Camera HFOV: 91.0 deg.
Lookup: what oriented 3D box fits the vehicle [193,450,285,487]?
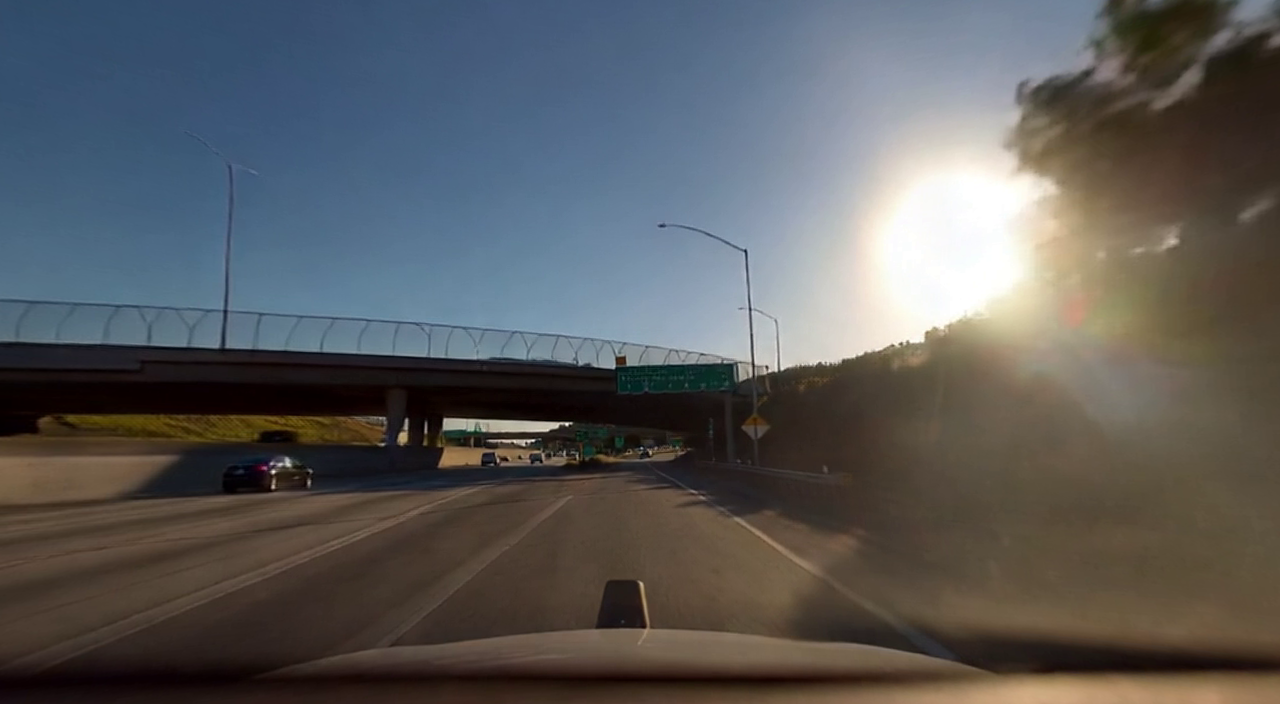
[{"bbox_3d":[-20.112,5.866,31.817,2.093,1.735,4.285,1,-10,-5],"label":"vehicle"}]
